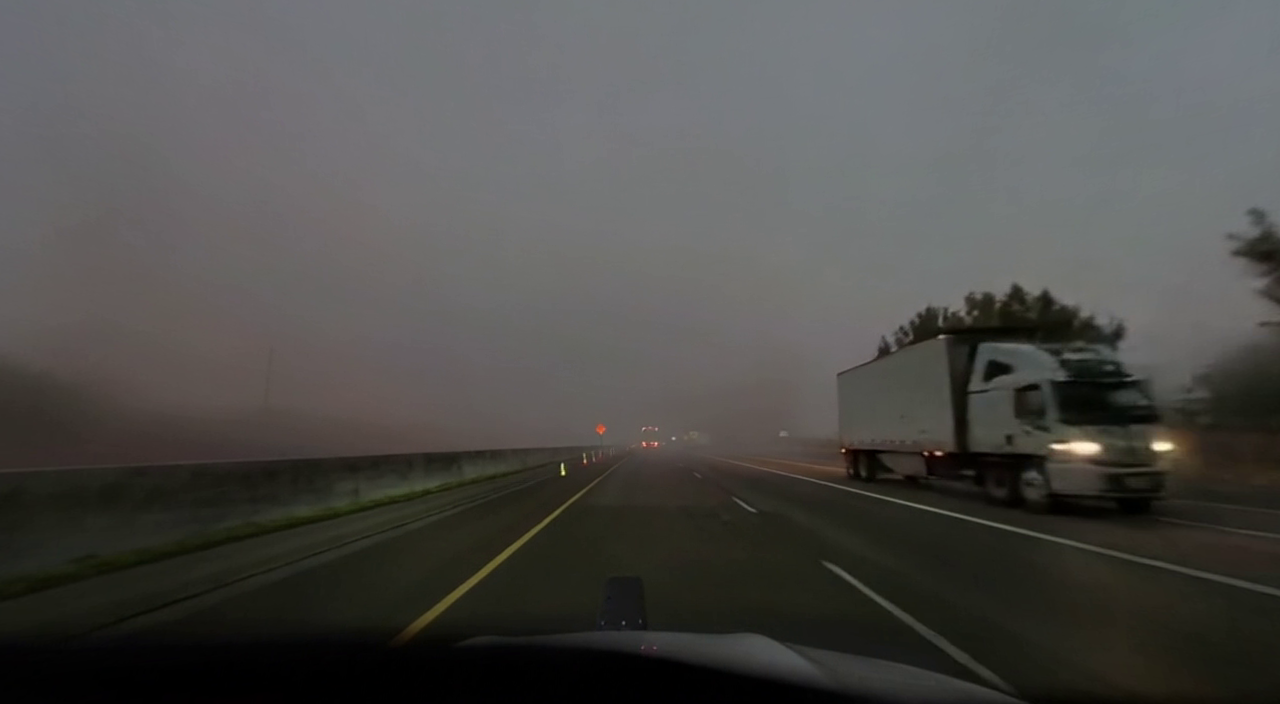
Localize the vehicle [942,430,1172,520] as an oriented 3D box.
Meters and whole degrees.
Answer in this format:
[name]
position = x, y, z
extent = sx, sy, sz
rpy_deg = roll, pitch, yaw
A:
[vehicle]
position = 8.365, 2.474, 13.116
extent = 2.611, 1.607, 3.179
rpy_deg = 0, -8, 2
